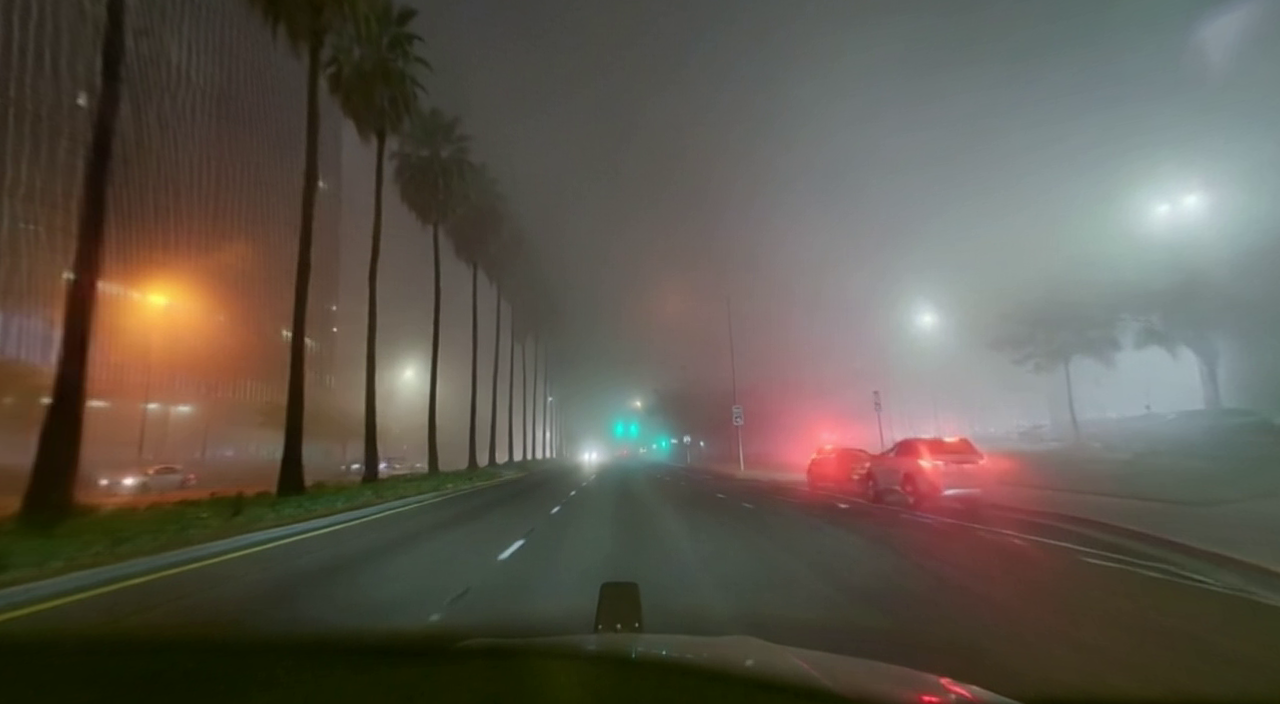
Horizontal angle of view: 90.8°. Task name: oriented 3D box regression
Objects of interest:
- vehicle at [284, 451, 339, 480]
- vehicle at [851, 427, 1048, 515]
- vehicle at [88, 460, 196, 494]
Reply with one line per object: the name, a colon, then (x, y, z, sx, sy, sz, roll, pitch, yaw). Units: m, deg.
vehicle: (-19.932, 6.852, 38.446, 1.703, 1.493, 3.803, 0, -7, -7)
vehicle: (6.898, 2.701, 14.805, 2.225, 1.727, 4.418, 0, -9, -2)
vehicle: (-24.749, 6.188, 31.632, 1.801, 1.444, 4.640, 0, -9, -3)
